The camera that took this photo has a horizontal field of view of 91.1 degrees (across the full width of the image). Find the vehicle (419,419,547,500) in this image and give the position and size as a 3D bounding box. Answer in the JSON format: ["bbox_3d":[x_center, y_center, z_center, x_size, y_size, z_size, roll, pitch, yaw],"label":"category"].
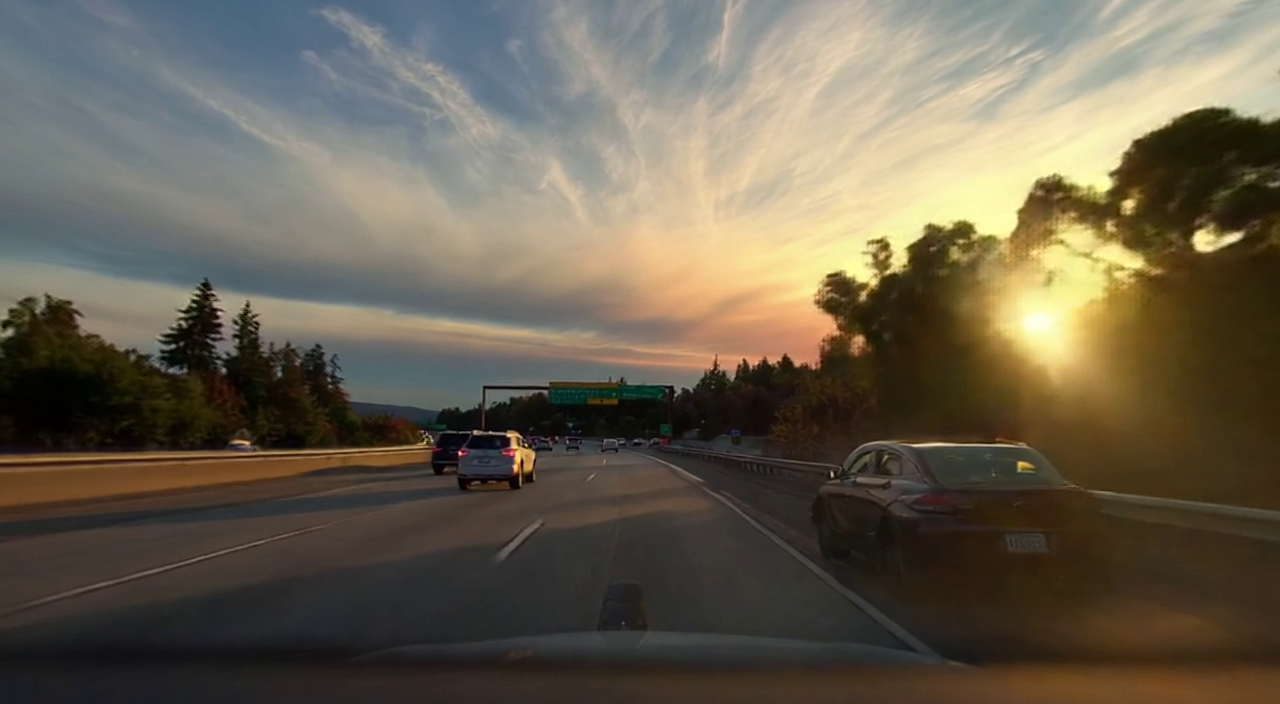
[{"bbox_3d":[-3.901,2.778,16.665,2.142,1.789,5.009,0,-8,0],"label":"vehicle"}]
